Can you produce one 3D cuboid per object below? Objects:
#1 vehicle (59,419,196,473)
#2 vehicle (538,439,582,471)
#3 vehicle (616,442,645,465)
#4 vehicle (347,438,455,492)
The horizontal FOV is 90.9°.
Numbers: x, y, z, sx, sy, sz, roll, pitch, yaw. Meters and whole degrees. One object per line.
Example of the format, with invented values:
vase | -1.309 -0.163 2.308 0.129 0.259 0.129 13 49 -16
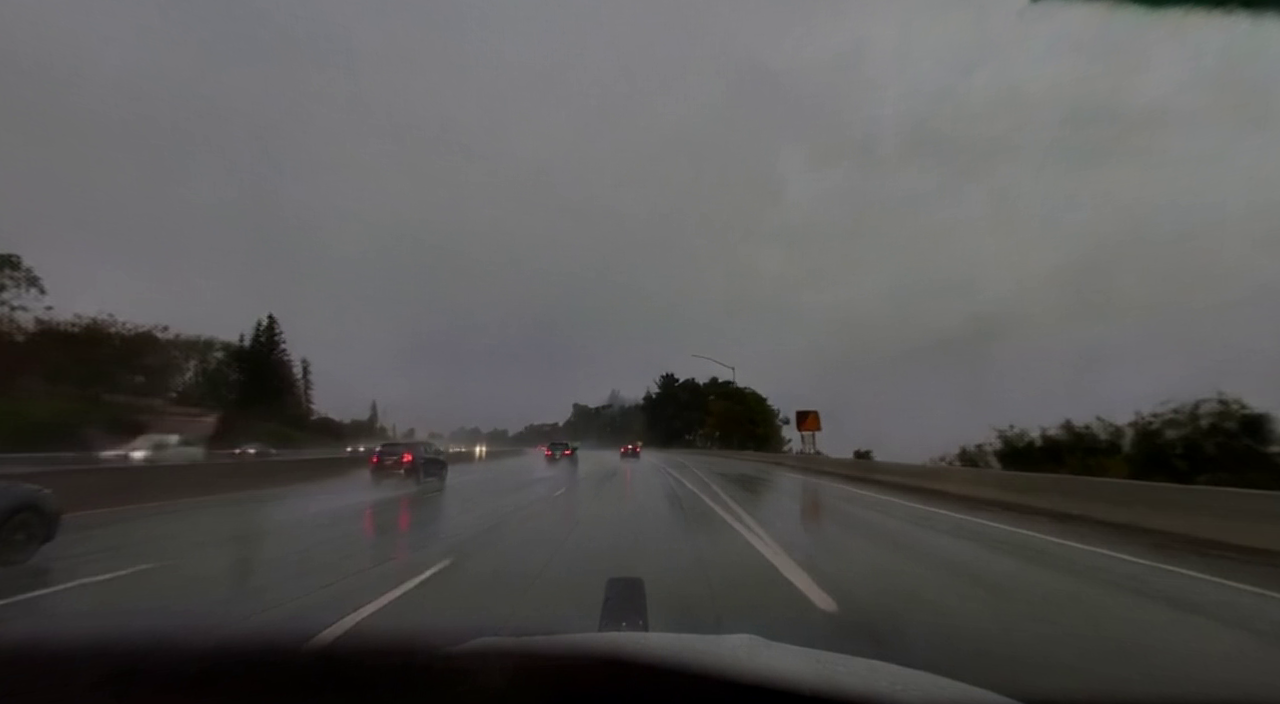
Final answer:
vehicle | -27.470 5.101 34.196 2.332 2.632 5.928 0 -8 0
vehicle | -4.391 5.734 35.309 1.991 1.610 4.606 0 -8 -1
vehicle | -0.664 6.939 43.151 1.881 1.460 3.694 0 -8 -1
vehicle | -7.936 3.780 21.399 2.086 1.628 4.039 0 -8 -1
